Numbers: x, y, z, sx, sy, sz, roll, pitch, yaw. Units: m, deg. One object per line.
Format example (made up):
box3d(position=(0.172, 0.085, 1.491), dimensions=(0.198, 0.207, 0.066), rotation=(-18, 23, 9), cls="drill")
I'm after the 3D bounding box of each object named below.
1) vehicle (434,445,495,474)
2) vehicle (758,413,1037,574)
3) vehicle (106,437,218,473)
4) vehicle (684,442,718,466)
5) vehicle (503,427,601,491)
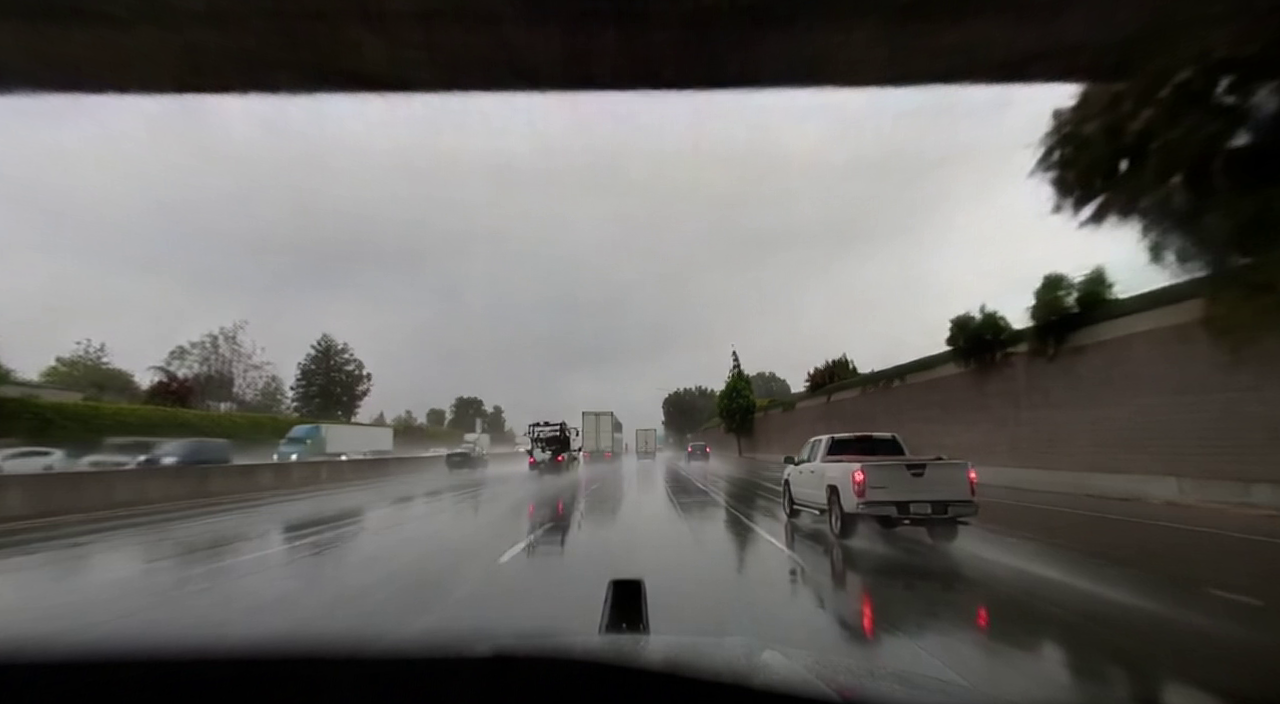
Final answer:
box3d(position=(-9.707, 5.982, 35.279), dimensions=(1.981, 1.495, 4.834), rotation=(0, -9, 1), cls="vehicle")
box3d(position=(3.117, 1.816, 8.854), dimensions=(2.028, 1.658, 4.334), rotation=(0, -9, 0), cls="vehicle")
box3d(position=(-21.393, 4.626, 28.447), dimensions=(2.145, 1.512, 3.656), rotation=(0, -9, 0), cls="vehicle")
box3d(position=(4.494, 7.602, 46.963), dimensions=(2.026, 1.661, 3.865), rotation=(0, -9, -1), cls="vehicle")
box3d(position=(-3.043, 3.952, 23.691), dimensions=(2.645, 2.023, 6.491), rotation=(-1, -9, 1), cls="vehicle")
